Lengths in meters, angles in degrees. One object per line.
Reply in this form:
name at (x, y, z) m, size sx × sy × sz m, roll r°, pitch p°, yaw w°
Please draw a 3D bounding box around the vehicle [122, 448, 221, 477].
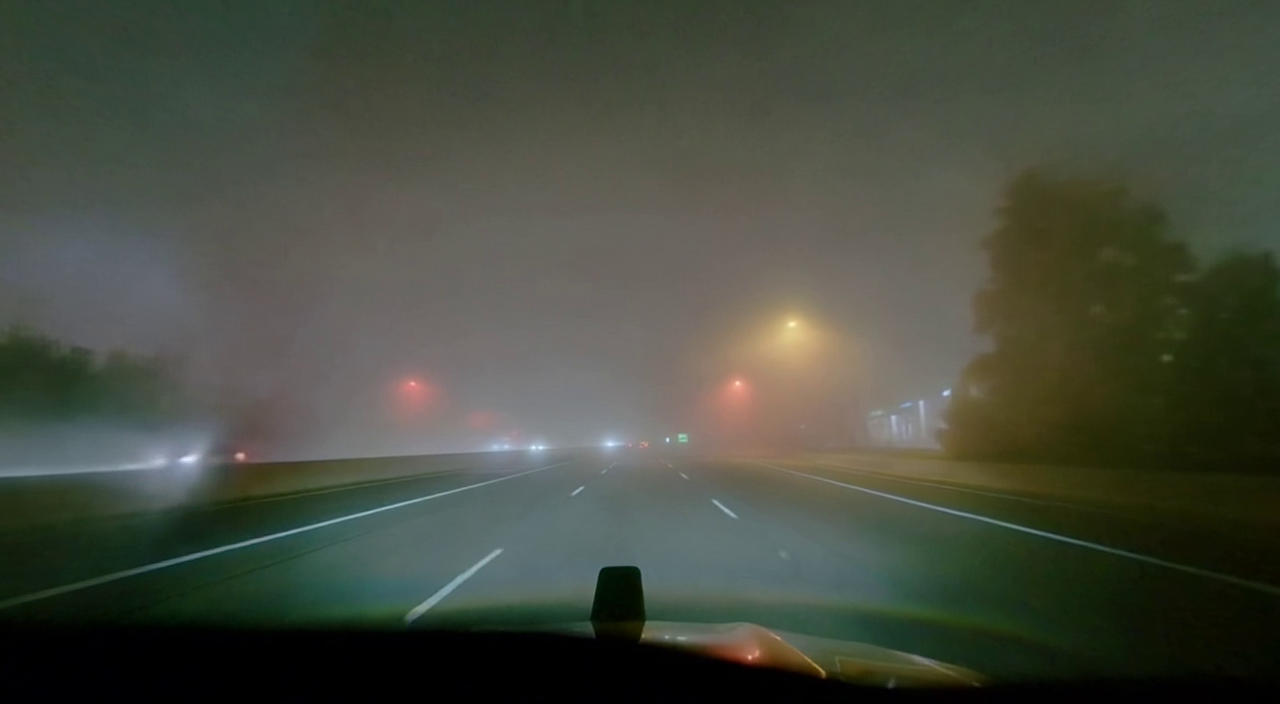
vehicle at (-26.130, 6.145, 35.363) m, size 1.881 × 1.496 × 4.560 m, roll 0°, pitch -9°, yaw 3°
